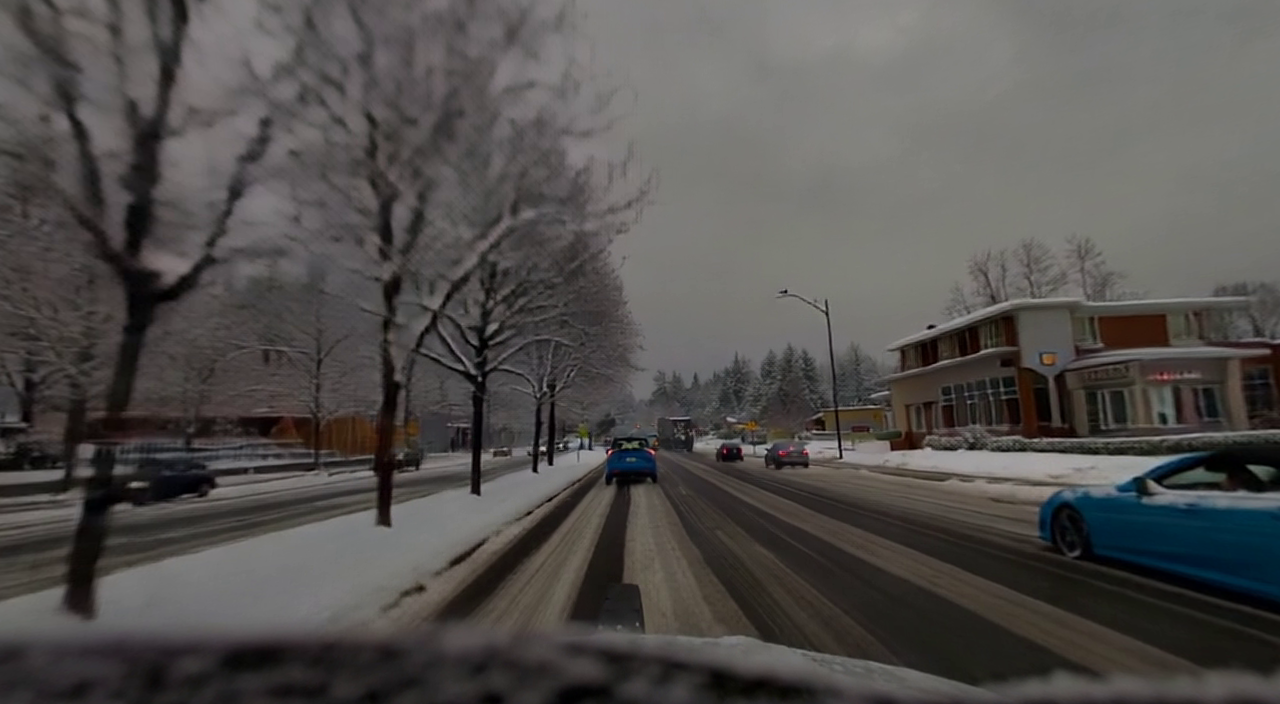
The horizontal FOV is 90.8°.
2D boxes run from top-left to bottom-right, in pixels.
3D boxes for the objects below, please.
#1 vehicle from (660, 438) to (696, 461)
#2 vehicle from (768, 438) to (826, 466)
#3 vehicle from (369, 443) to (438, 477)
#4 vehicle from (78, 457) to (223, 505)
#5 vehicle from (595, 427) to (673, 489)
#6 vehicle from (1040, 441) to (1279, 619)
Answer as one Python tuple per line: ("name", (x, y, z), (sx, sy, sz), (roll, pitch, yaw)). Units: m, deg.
("vehicle", (2.607, 6.823, 44.190), (2.078, 1.471, 4.142), (0, -9, -2))
("vehicle", (8.937, 5.732, 36.290), (2.045, 1.484, 4.342), (0, -9, -2))
("vehicle", (-13.805, 6.316, 37.186), (2.080, 1.821, 4.833), (-1, -9, 1))
("vehicle", (-19.474, 5.115, 25.480), (1.982, 1.633, 4.620), (-1, -9, 2))
("vehicle", (-0.206, 3.368, 20.326), (2.266, 1.762, 4.131), (0, -9, -1))
("vehicle", (5.815, 1.370, 5.105), (2.258, 1.294, 4.312), (0, -9, -1))
